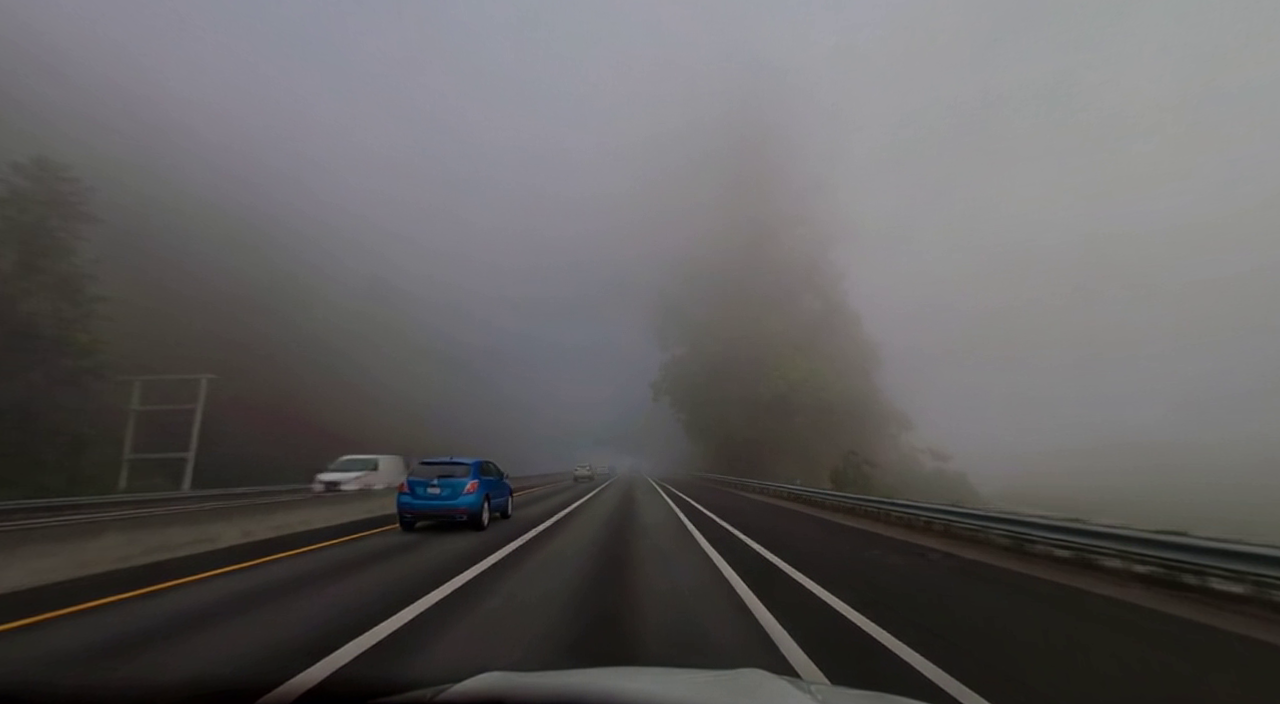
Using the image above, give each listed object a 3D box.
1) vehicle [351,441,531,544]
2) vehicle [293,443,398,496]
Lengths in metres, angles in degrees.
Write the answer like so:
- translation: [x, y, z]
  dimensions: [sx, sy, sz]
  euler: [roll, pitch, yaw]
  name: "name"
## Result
- translation: [-3.746, 2.783, 12.957]
  dimensions: [2.123, 1.666, 4.709]
  euler: [1, -10, 0]
  name: "vehicle"
- translation: [-13.537, 5.490, 29.483]
  dimensions: [2.322, 2.195, 5.350]
  euler: [1, -10, -1]
  name: "vehicle"
